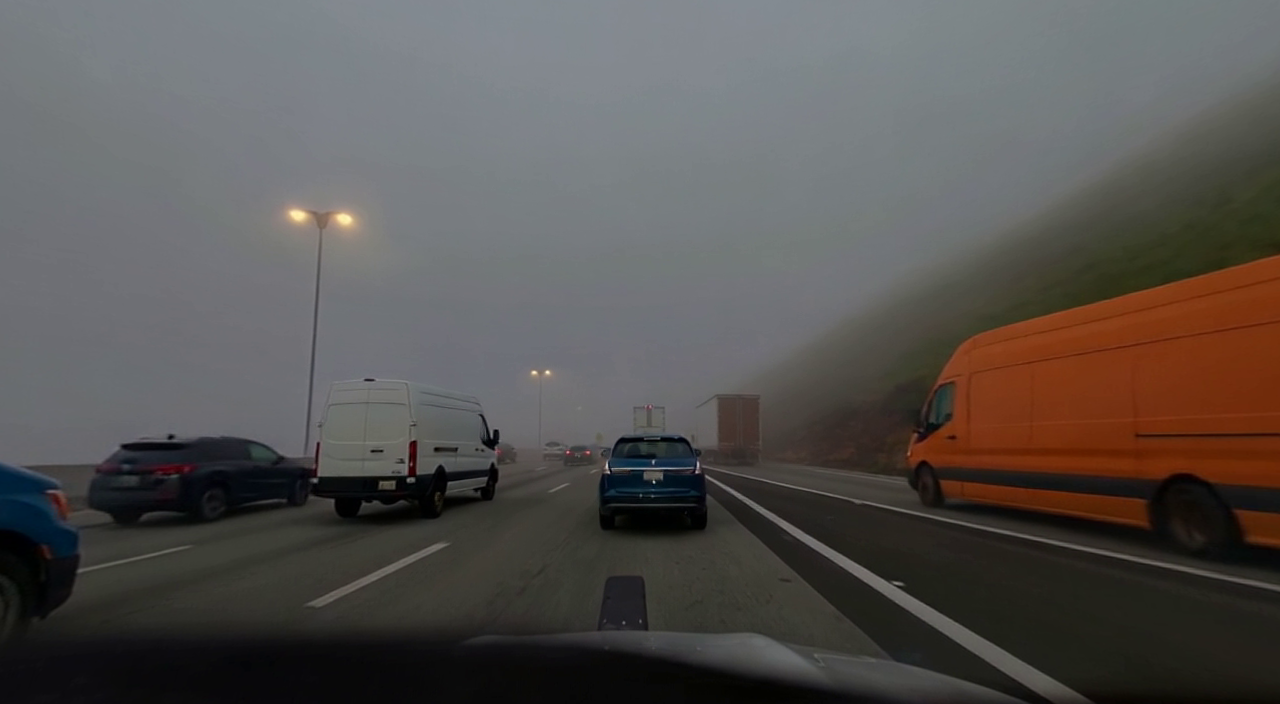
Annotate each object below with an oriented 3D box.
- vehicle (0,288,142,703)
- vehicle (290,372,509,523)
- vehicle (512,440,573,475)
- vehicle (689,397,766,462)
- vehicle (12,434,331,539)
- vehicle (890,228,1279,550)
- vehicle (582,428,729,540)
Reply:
[{"bbox_3d":[-4.278,0.452,1.183,2.195,2.086,5.445,0,-8,0],"label":"vehicle"},{"bbox_3d":[-4.630,2.019,13.489,2.300,2.522,5.701,0,-8,1],"label":"vehicle"},{"bbox_3d":[-4.370,4.785,28.874,2.007,1.457,4.447,0,-8,1],"label":"vehicle"},{"bbox_3d":[6.354,6.308,49.718,2.989,4.277,16.586,0,-8,-3],"label":"vehicle"},{"bbox_3d":[-7.773,2.224,11.280,1.968,1.459,4.737,-1,-8,2],"label":"vehicle"},{"bbox_3d":[8.766,0.786,10.009,2.977,3.878,11.111,2,-9,-13],"label":"vehicle"},{"bbox_3d":[0.165,2.087,10.589,2.003,1.499,3.930,0,-8,-1],"label":"vehicle"}]
